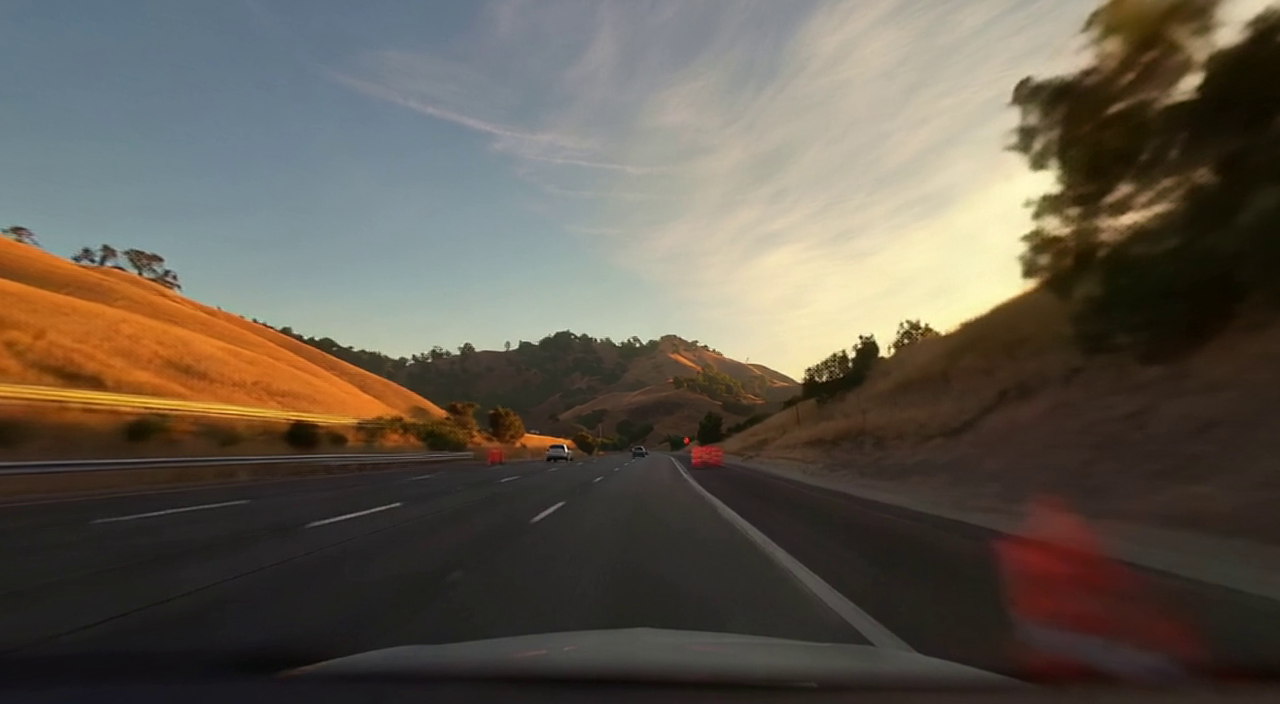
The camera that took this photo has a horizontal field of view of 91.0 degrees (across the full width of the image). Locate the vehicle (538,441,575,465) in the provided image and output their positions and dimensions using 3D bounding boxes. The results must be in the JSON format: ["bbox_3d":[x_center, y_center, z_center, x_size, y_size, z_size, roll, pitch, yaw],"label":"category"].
[{"bbox_3d":[-6.013,7.350,45.891,2.042,1.585,4.162,0,-9,2],"label":"vehicle"}]
